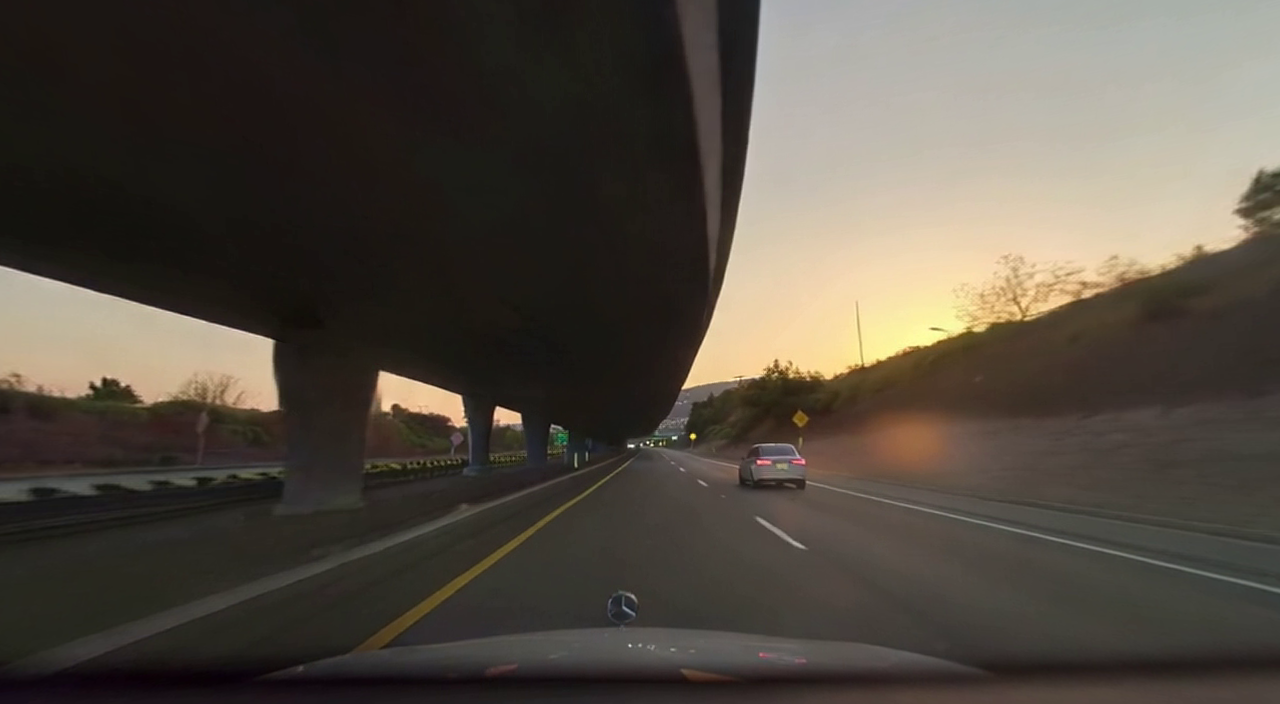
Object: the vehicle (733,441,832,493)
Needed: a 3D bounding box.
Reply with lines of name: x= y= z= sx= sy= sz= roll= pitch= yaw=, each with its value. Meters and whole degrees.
vehicle: x=4.269 y=3.506 z=19.616 sx=2.124 sy=1.405 sz=4.398 roll=0 pitch=-8 yaw=1
